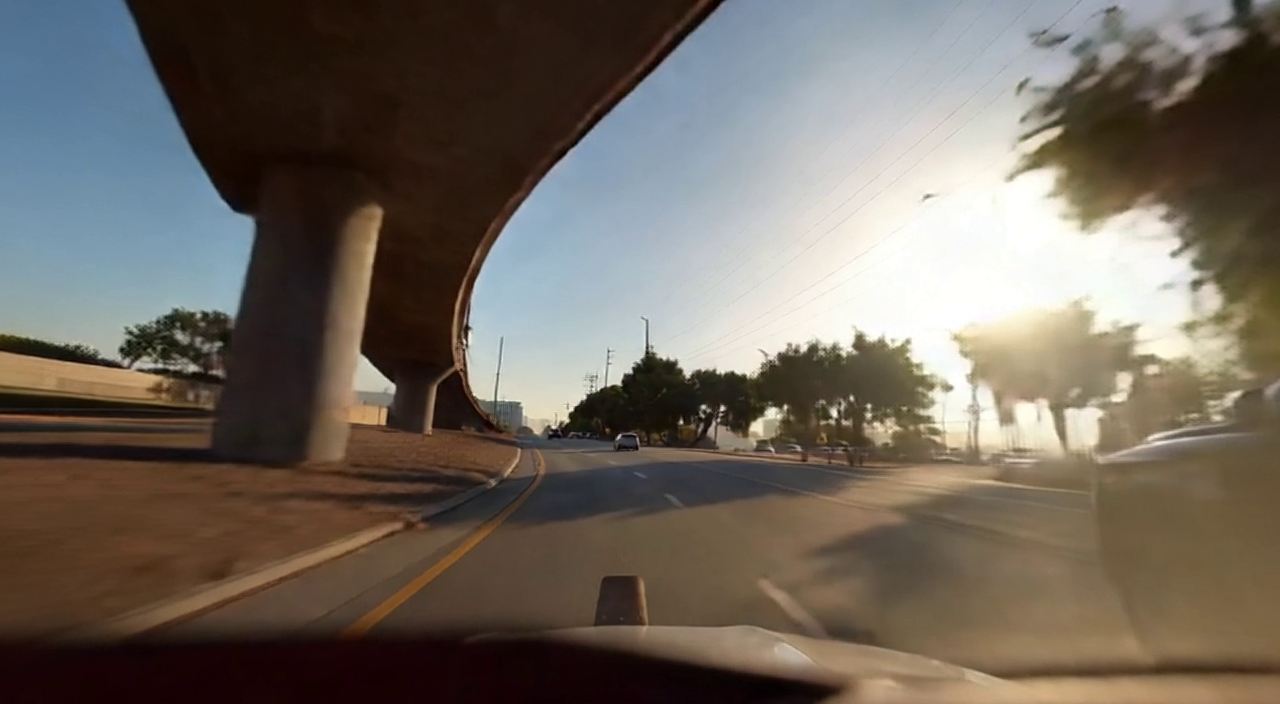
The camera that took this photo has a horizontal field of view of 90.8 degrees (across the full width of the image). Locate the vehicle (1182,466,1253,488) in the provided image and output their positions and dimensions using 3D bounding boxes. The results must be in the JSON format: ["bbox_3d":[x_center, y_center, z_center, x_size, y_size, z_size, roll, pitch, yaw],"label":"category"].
[{"bbox_3d":[43.653,9.416,47.747,4.465,1.431,1.959,3,-9,-20],"label":"vehicle"}]
